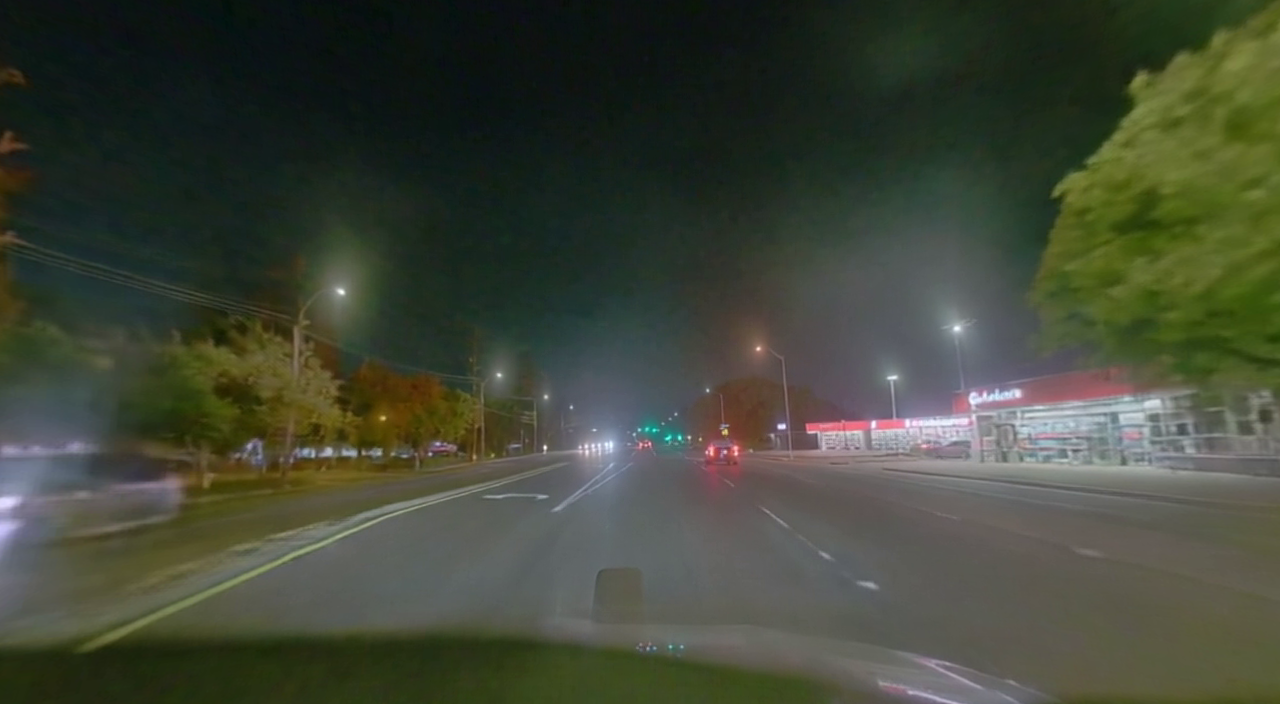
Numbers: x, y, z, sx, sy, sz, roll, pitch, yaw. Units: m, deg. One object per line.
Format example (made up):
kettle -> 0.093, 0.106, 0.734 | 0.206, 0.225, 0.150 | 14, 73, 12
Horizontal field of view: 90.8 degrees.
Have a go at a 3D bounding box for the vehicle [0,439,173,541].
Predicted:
vehicle -> -13.609, 2.966, 14.137 | 2.225, 1.961, 5.380 | 0, -9, -1

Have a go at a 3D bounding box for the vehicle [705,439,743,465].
vehicle -> 5.481, 6.580, 41.729 | 1.957, 1.643, 4.226 | 0, -9, 1
